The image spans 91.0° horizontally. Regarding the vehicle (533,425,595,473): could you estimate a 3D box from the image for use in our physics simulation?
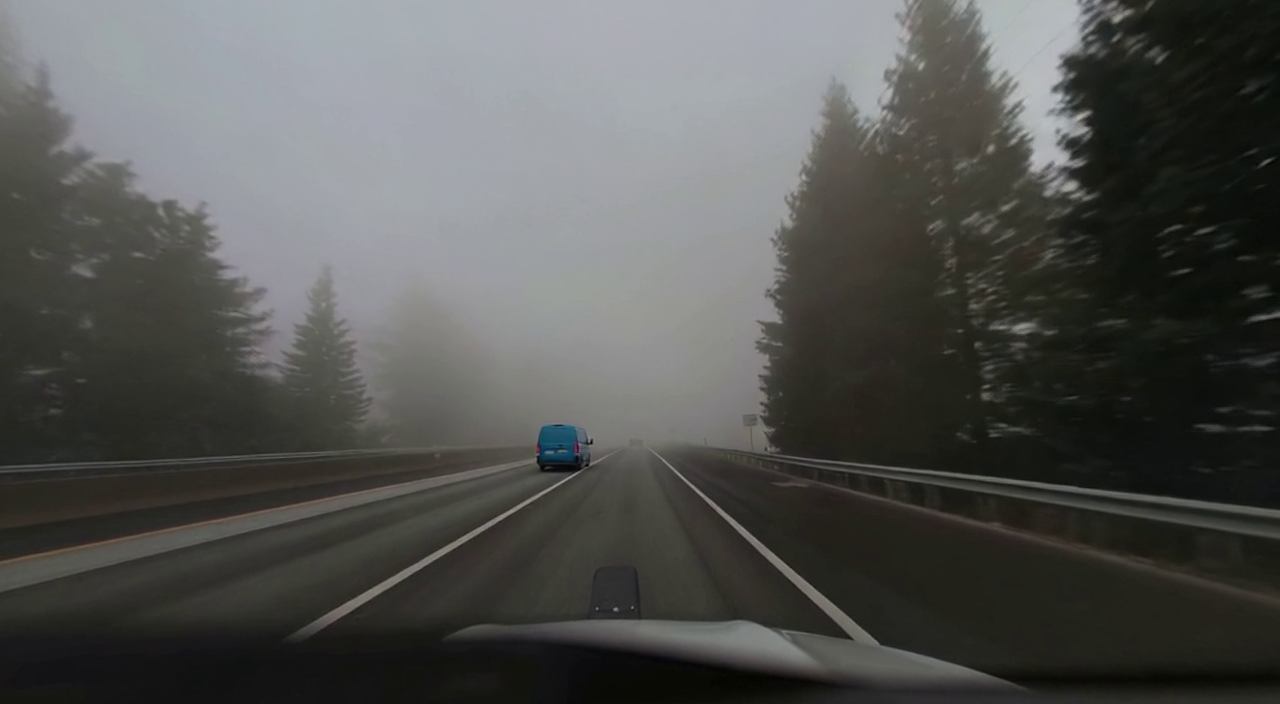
[{"bbox_3d":[-3.135,4.113,26.928,2.041,1.856,4.353,0,-8,1],"label":"vehicle"}]
